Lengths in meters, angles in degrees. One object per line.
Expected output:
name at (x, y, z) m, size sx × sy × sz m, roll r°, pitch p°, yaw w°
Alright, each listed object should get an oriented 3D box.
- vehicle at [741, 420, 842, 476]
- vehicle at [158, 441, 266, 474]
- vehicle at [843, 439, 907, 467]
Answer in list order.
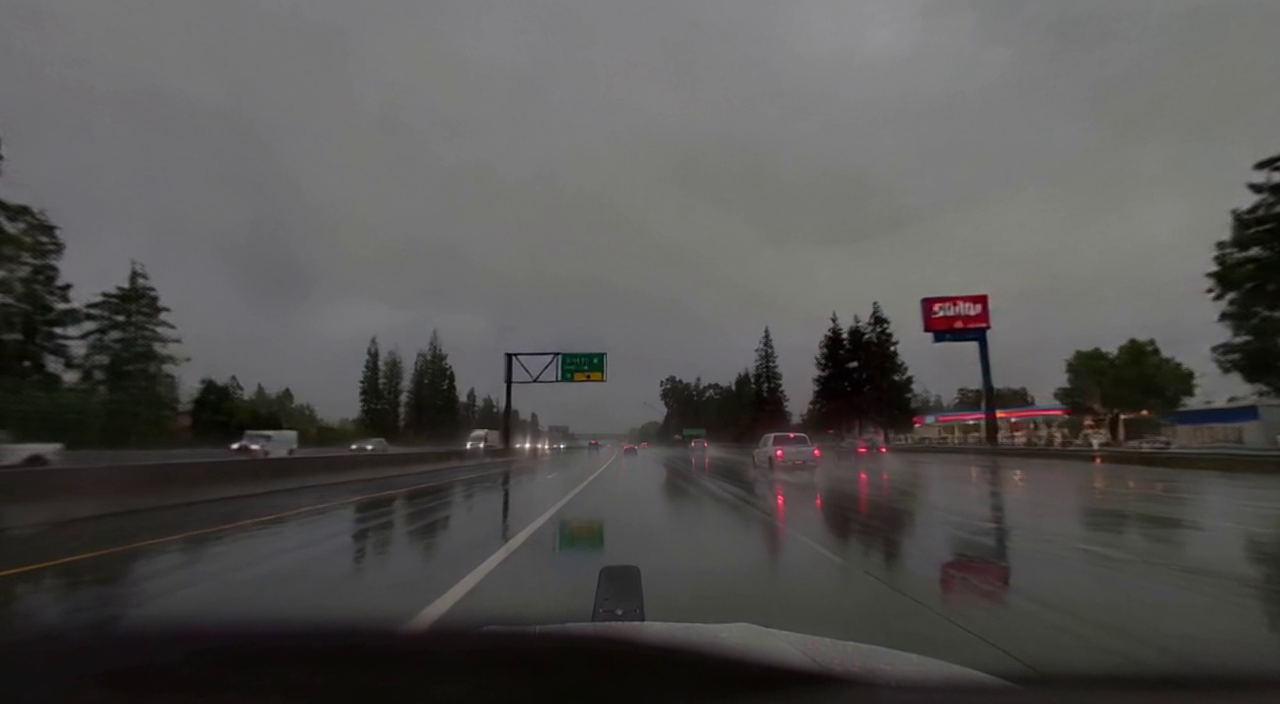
vehicle at (7.029, 4.643, 30.584) m, size 2.779 × 2.339 × 8.073 m, roll 0°, pitch -8°, yaw -1°
vehicle at (-20.680, 5.113, 30.735) m, size 1.953 × 1.466 × 4.777 m, roll 0°, pitch -8°, yaw -1°
vehicle at (14.092, 6.078, 38.020) m, size 2.072 × 1.611 × 4.387 m, roll 0°, pitch -8°, yaw -2°
